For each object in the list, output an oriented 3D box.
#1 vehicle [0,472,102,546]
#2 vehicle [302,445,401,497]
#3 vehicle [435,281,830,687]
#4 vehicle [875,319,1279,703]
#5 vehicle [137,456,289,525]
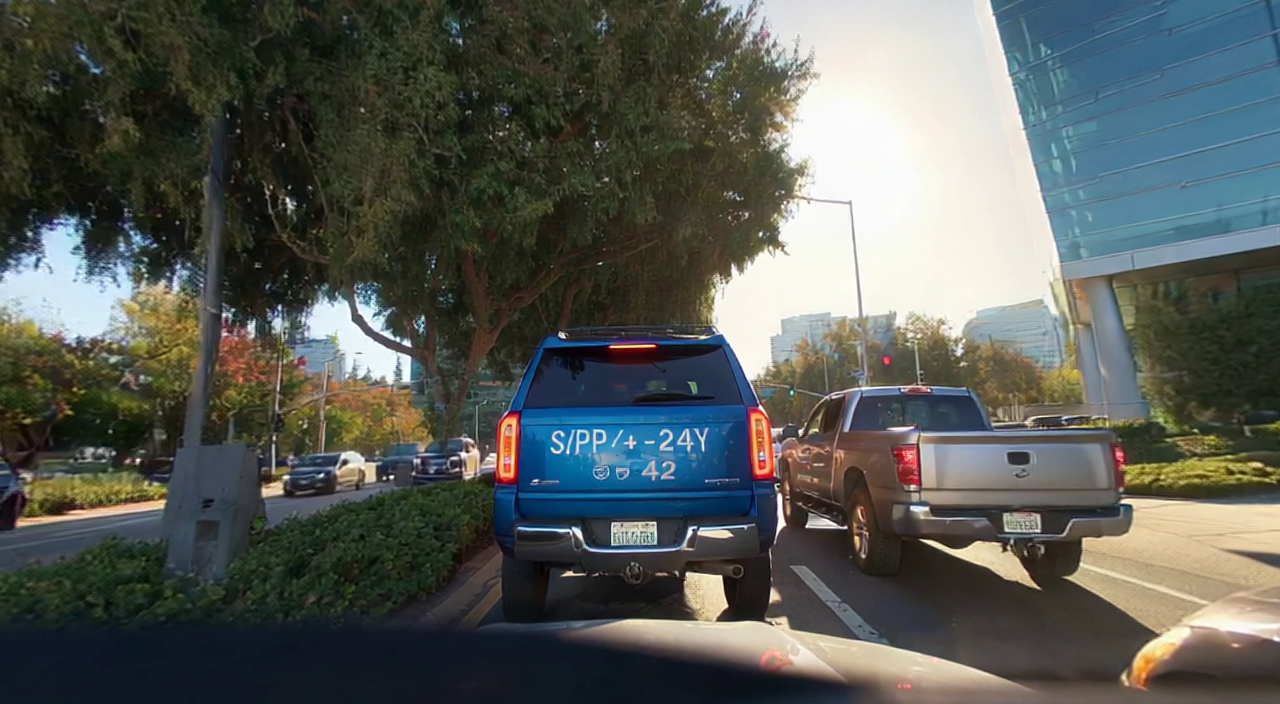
[{"bbox_3d":[-17.068,3.993,15.928,2.317,1.711,4.837,-1,-9,8],"label":"vehicle"},{"bbox_3d":[-12.506,5.148,27.753,2.111,1.917,4.758,-4,-9,1],"label":"vehicle"},{"bbox_3d":[0.013,1.055,5.942,2.267,2.372,4.366,0,-8,2],"label":"vehicle"},{"bbox_3d":[3.086,0.986,3.497,2.022,1.700,4.410,0,-8,3],"label":"vehicle"},{"bbox_3d":[-16.220,5.214,24.374,2.637,2.293,4.494,0,-8,0],"label":"vehicle"}]
